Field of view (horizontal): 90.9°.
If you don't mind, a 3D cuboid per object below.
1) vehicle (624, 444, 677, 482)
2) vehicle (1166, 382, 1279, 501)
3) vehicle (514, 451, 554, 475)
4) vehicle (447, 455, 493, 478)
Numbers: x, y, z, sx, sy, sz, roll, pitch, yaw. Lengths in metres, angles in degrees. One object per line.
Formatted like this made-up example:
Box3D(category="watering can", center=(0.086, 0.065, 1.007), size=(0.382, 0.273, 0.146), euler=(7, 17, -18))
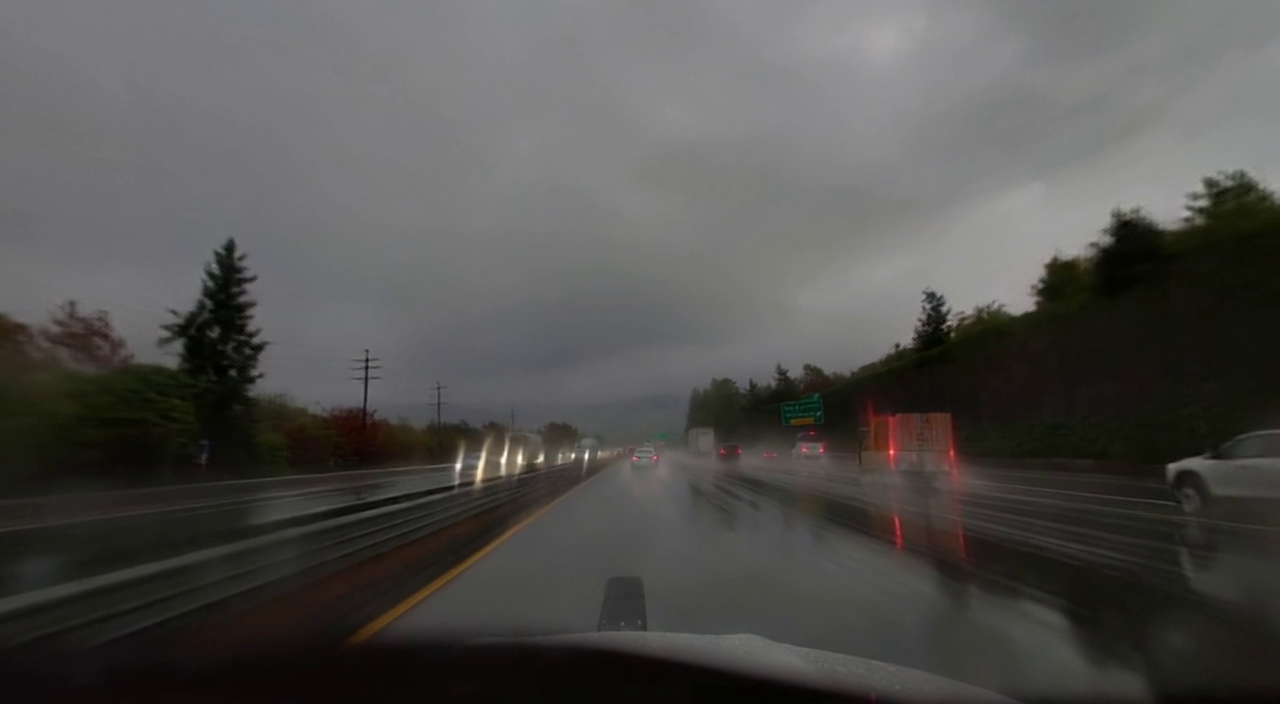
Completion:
Box3D(category="vehicle", center=(0.428, 4.958, 28.393), size=(2.177, 1.520, 4.278), euler=(0, -9, 0))
Box3D(category="vehicle", center=(14.415, 1.863, 13.175), size=(2.115, 2.446, 5.323), euler=(0, -9, 0))
Box3D(category="vehicle", center=(-6.932, 7.278, 41.550), size=(1.956, 1.486, 3.661), euler=(0, -9, 1))
Box3D(category="vehicle", center=(-11.886, 8.008, 44.410), size=(1.929, 1.505, 4.526), euler=(0, -9, 1))
